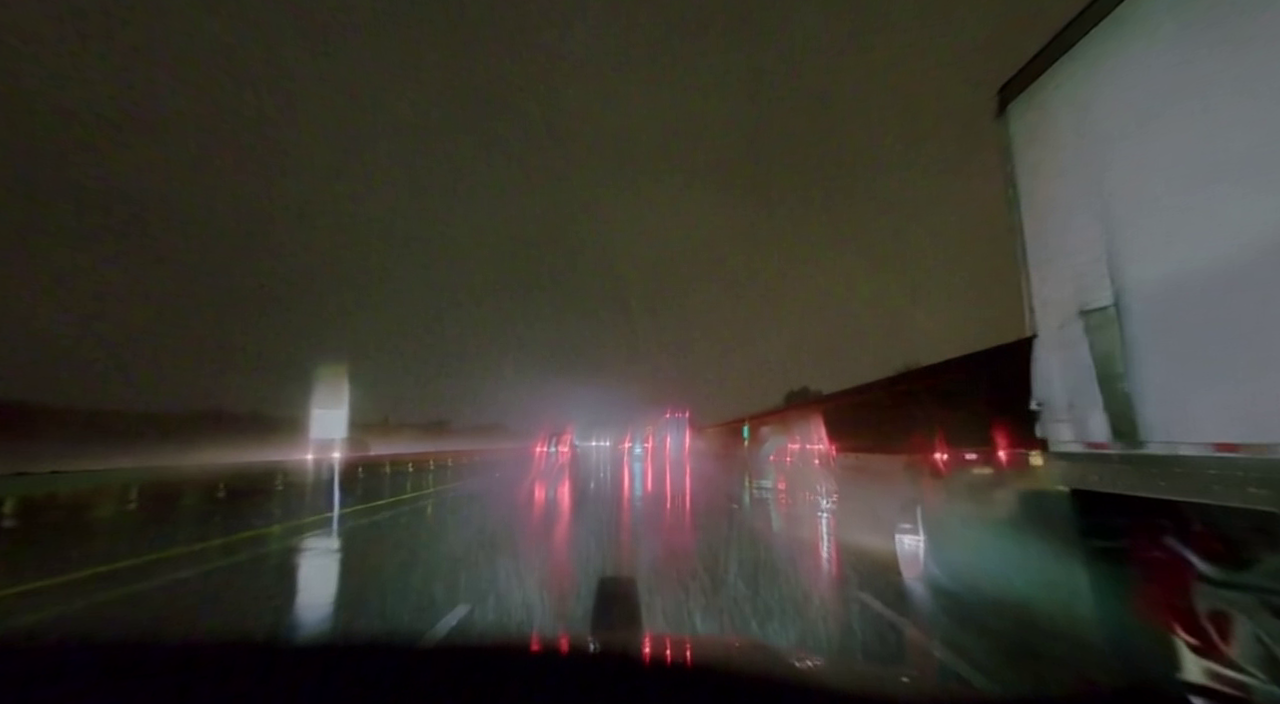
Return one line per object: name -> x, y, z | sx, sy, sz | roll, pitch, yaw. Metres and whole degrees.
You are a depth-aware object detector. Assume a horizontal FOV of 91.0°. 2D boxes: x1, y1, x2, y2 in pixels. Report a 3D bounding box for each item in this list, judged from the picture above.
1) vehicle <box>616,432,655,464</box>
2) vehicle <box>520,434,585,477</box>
vehicle -> -0.324, 6.388, 42.148 | 2.456, 2.007, 4.728 | 0, -8, -2
vehicle -> -3.809, 4.636, 28.385 | 2.326, 1.761, 4.450 | 0, -8, 0
